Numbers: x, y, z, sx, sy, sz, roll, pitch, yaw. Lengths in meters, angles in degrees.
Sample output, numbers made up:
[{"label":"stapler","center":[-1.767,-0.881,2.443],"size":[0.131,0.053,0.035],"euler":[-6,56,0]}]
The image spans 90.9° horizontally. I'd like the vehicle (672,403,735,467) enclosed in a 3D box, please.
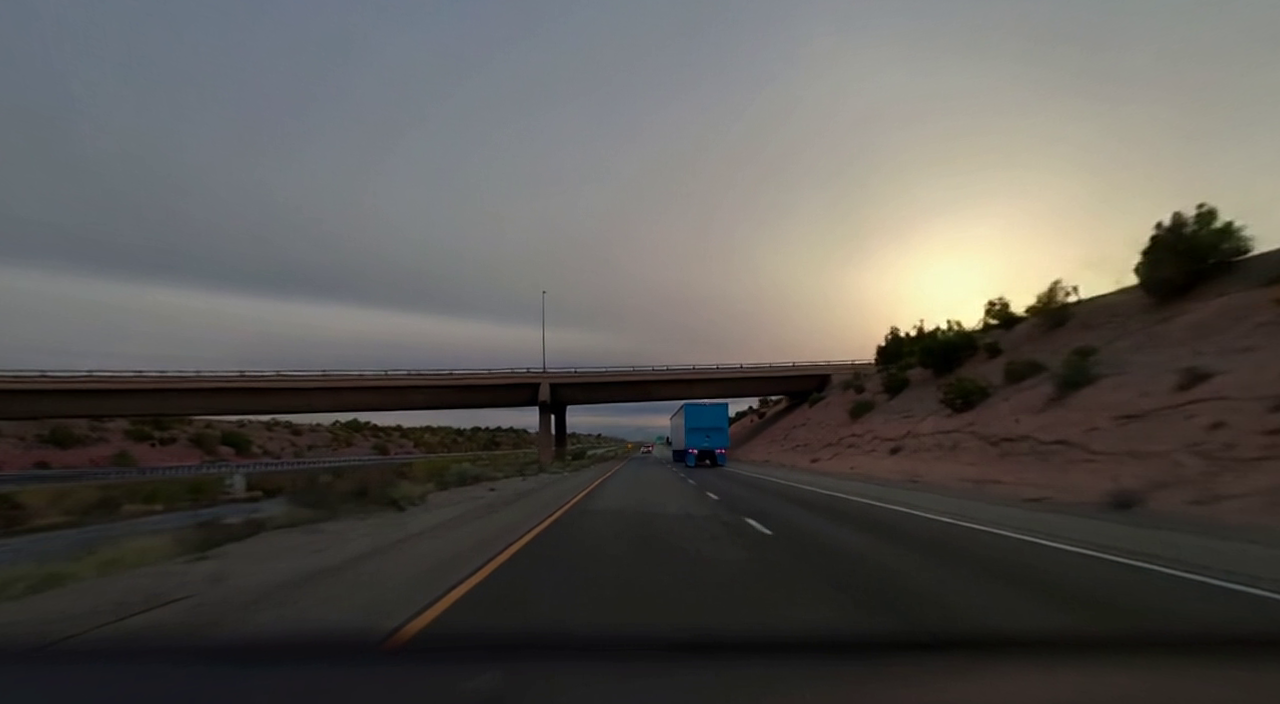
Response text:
[{"label":"vehicle","center":[4.109,5.771,43.097],"size":[3.024,3.834,10.128],"euler":[0,-8,-1]}]
